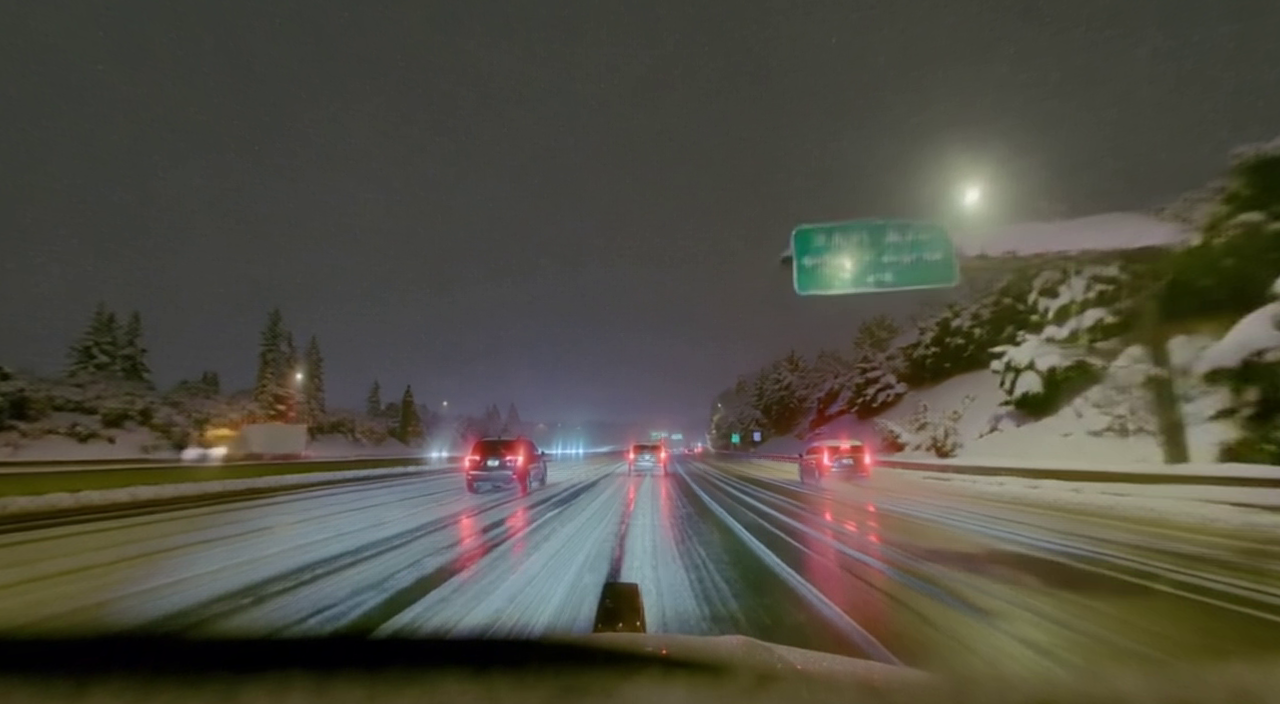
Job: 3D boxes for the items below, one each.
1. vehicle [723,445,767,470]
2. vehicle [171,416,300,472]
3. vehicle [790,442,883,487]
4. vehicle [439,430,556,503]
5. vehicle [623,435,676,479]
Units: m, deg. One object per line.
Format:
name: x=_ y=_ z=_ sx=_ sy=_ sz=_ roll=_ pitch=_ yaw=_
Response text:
vehicle: x=6.635 y=6.729 z=40.324 sx=2.005 sy=1.456 sz=4.287 roll=0 pitch=-9 yaw=-1
vehicle: x=-29.432 y=6.828 z=46.493 sx=2.878 sy=3.719 sz=9.010 roll=-1 pitch=-9 yaw=5
vehicle: x=6.984 y=4.035 z=22.871 sx=1.936 sy=1.480 sz=4.373 roll=0 pitch=-9 yaw=0
vehicle: x=-3.785 y=3.136 z=17.593 sx=2.142 sy=1.759 sz=4.297 roll=0 pitch=-9 yaw=2
vehicle: x=0.435 y=4.847 z=29.243 sx=2.270 sy=1.862 sz=4.949 roll=0 pitch=-9 yaw=1
